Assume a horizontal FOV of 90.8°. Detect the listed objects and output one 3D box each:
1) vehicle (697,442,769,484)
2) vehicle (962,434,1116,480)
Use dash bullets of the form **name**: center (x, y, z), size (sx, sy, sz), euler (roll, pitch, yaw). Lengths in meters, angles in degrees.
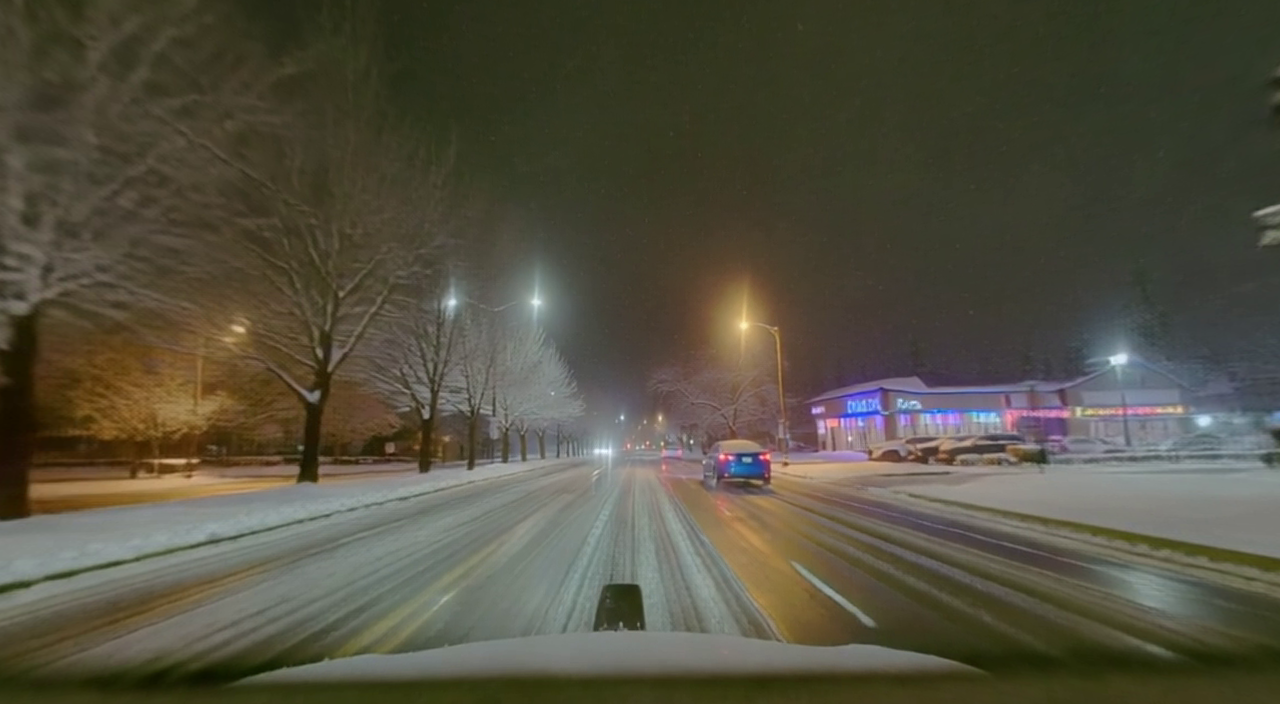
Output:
- **vehicle**: center (3.576, 4.368, 25.224), size (2.033, 1.482, 4.571), euler (0, -8, -2)
- **vehicle**: center (15.795, 4.183, 25.202), size (4.684, 1.448, 2.090), euler (-3, -8, -3)
